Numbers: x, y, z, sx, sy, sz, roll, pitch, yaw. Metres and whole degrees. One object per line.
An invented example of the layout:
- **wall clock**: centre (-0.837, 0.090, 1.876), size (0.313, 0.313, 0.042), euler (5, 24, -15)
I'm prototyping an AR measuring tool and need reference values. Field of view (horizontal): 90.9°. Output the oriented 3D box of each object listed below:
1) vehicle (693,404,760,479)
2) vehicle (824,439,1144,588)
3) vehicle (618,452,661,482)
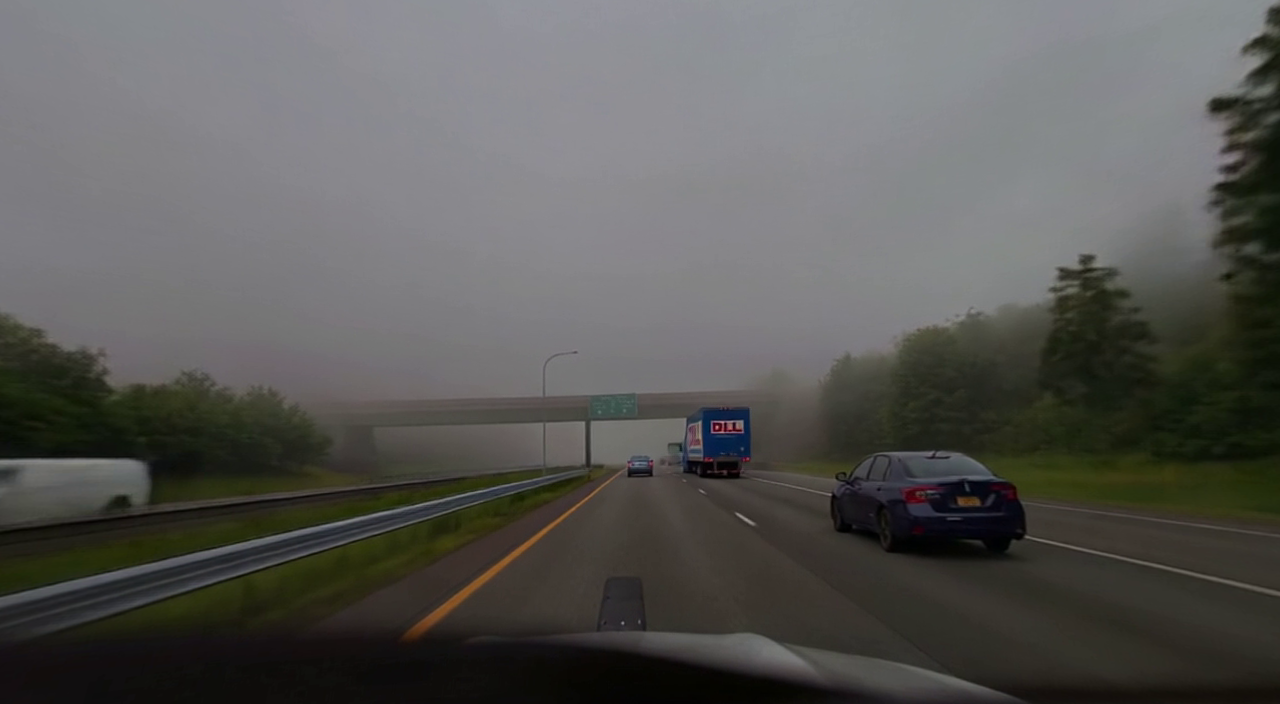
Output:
- **vehicle**: centre (5.010, 5.482, 38.185), size (2.838, 3.985, 8.010), euler (0, -9, 0)
- **vehicle**: centre (4.047, 1.940, 8.418), size (1.894, 1.452, 4.164), euler (0, -9, 0)
- **vehicle**: centre (-0.054, 5.828, 32.163), size (2.055, 1.445, 3.661), euler (0, -9, 0)
